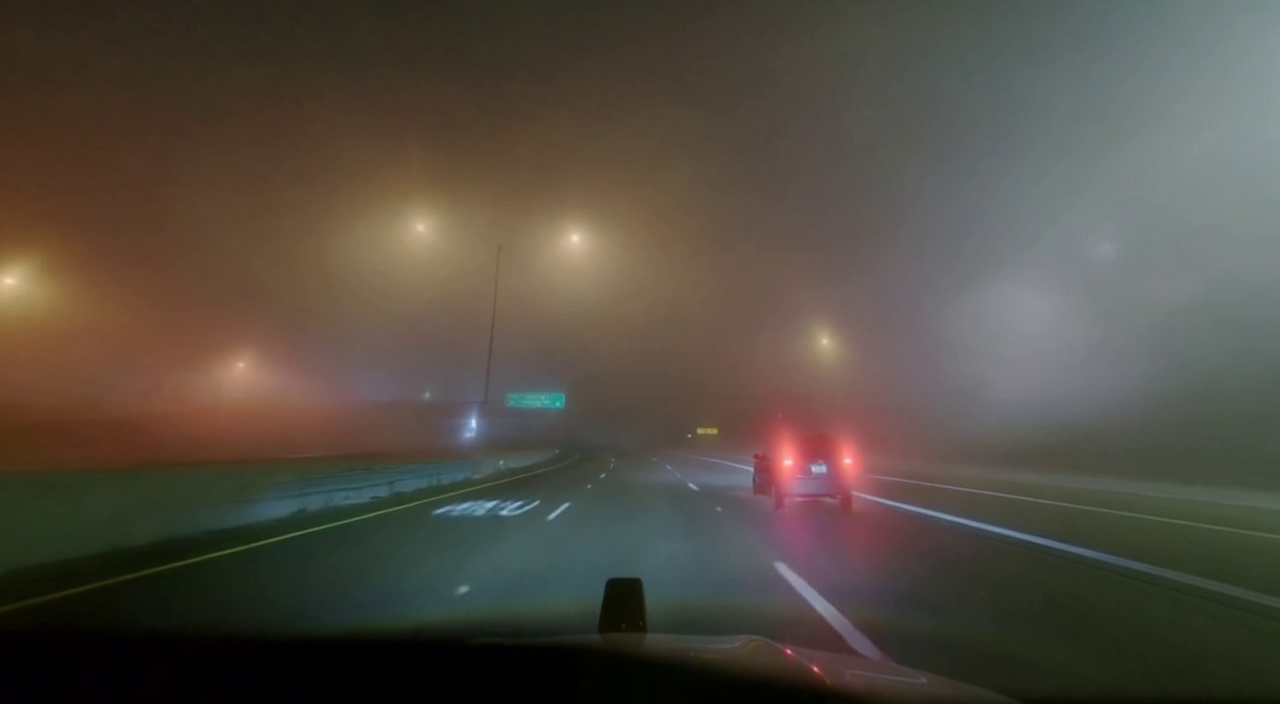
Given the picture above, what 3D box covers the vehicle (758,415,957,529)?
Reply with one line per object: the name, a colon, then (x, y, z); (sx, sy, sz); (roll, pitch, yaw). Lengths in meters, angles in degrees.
vehicle: (3.715, 2.155, 11.930); (2.039, 1.701, 4.834); (0, -8, 0)
